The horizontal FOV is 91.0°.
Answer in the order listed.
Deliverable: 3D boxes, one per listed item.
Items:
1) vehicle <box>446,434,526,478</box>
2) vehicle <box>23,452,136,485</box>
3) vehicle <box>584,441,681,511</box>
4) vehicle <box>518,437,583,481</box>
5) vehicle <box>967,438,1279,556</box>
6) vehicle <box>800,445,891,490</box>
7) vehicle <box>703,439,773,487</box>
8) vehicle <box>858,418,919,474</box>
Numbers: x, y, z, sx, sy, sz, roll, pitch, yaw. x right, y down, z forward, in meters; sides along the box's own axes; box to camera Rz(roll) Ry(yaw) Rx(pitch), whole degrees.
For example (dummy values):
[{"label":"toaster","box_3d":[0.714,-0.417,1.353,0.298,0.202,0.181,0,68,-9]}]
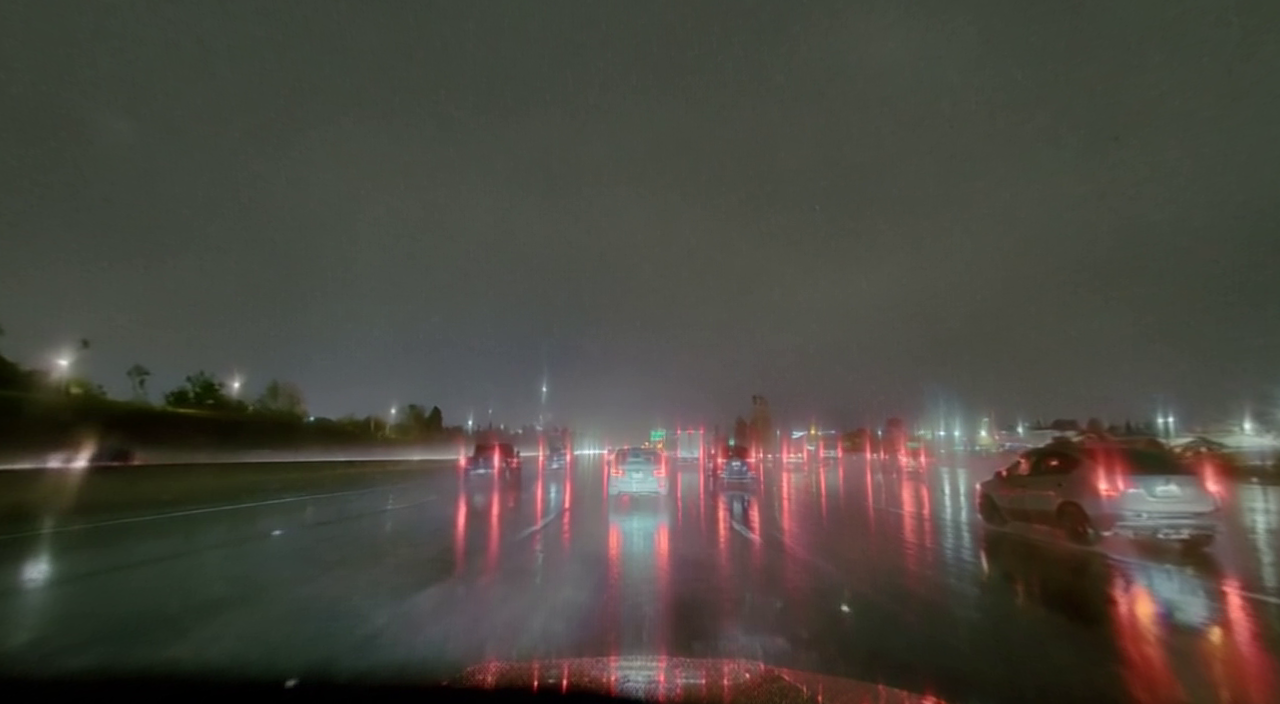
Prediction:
[{"label":"vehicle","box_3d":[-7.734,5.328,32.454,2.487,1.986,6.157,0,-9,1]},{"label":"vehicle","box_3d":[-28.031,5.813,31.705,1.813,1.505,4.120,0,-9,1]},{"label":"vehicle","box_3d":[-0.133,3.045,15.939,2.132,1.499,4.038,0,-9,1]},{"label":"vehicle","box_3d":[-3.829,4.668,27.757,2.079,1.741,4.436,0,-9,2]},{"label":"vehicle","box_3d":[7.636,2.230,10.454,2.021,1.505,4.480,0,-9,0]},{"label":"vehicle","box_3d":[7.432,4.209,23.237,1.942,1.482,4.250,0,-9,0]},{"label":"vehicle","box_3d":[3.665,4.234,24.360,2.053,1.666,4.106,0,-9,0]},{"label":"vehicle","box_3d":[17.364,6.601,44.191,2.777,3.740,3.338,1,-9,-1]}]
